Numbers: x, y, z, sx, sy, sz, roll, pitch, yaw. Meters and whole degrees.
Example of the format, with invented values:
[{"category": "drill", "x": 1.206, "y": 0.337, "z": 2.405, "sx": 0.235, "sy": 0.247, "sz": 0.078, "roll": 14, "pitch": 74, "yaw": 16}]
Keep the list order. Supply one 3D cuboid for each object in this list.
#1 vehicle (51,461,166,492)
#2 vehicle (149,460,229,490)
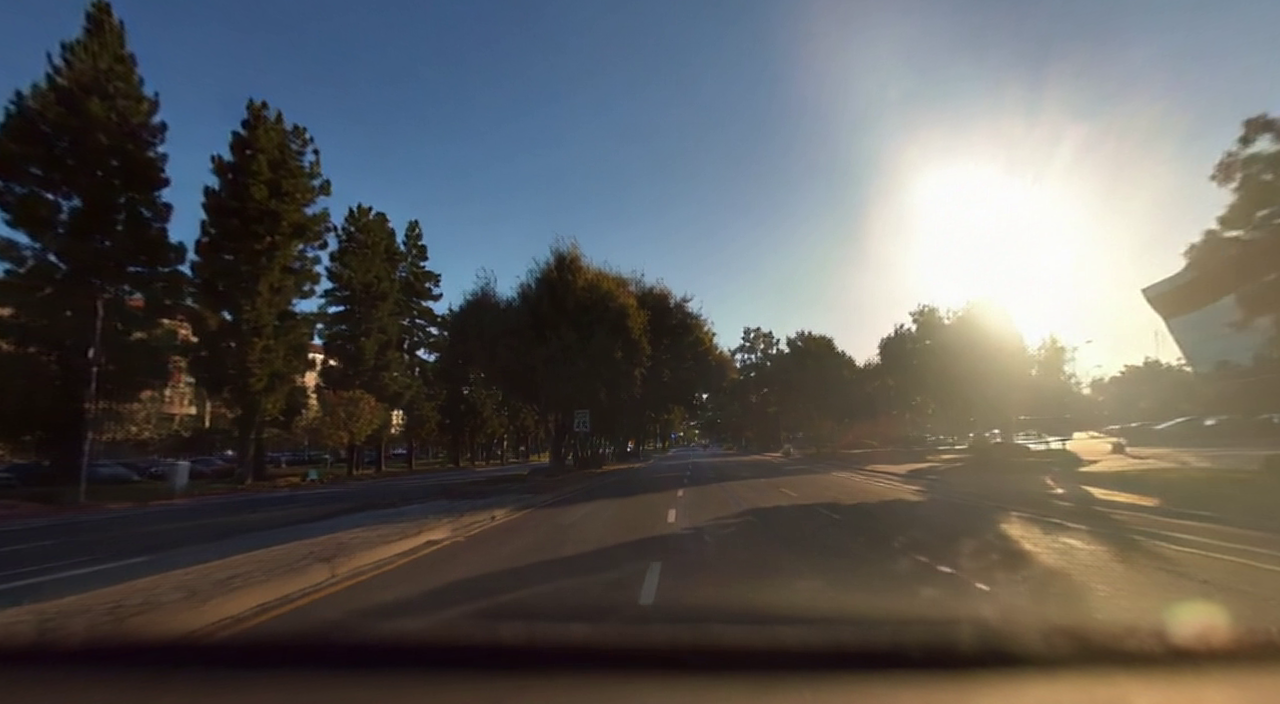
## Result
[{"category": "vehicle", "x": -27.098, "y": 6.343, "z": 32.214, "sx": 4.380, "sy": 1.461, "sz": 1.754, "roll": -1, "pitch": -8, "yaw": 4}, {"category": "vehicle", "x": -26.641, "y": 7.260, "z": 37.276, "sx": 3.587, "sy": 1.424, "sz": 1.633, "roll": -4, "pitch": -8, "yaw": 4}]
